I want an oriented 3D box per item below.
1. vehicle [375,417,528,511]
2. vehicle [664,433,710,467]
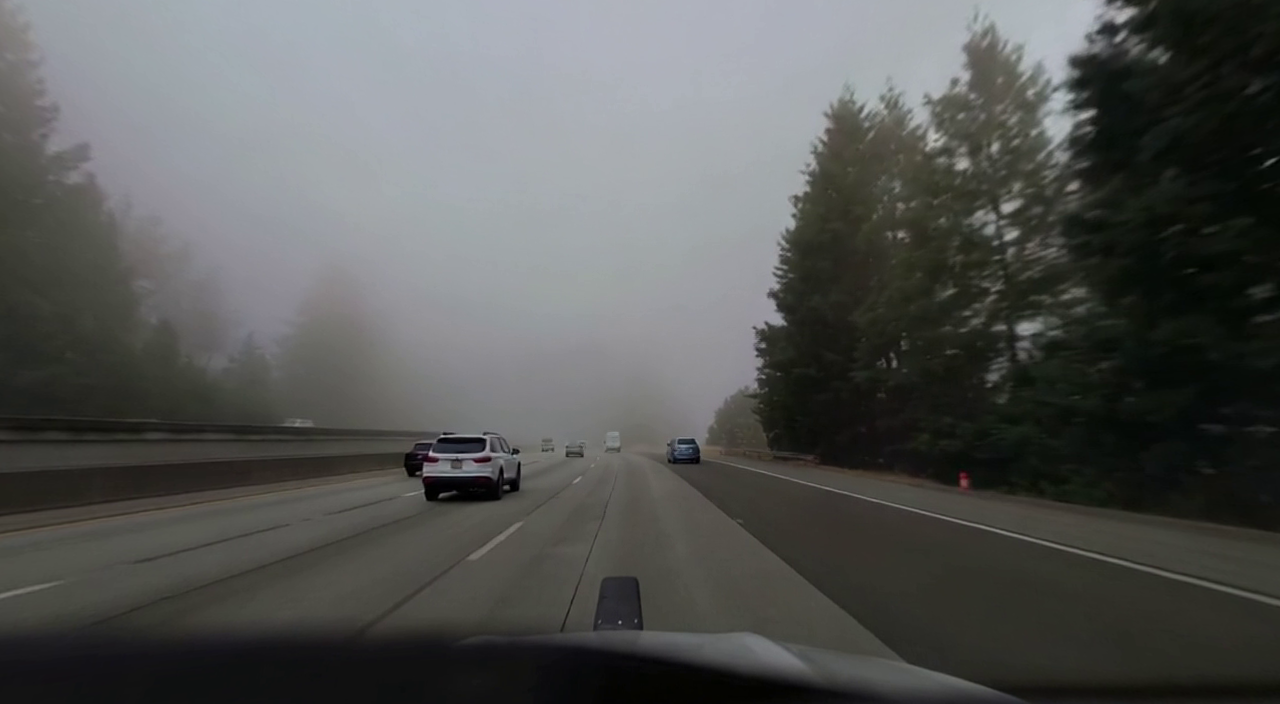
[{"bbox_3d":[-3.820,2.370,13.649,2.002,1.680,4.301,0,-9,0],"label":"vehicle"},{"bbox_3d":[2.516,5.385,34.639,2.053,1.698,4.097,1,-9,-3],"label":"vehicle"}]
